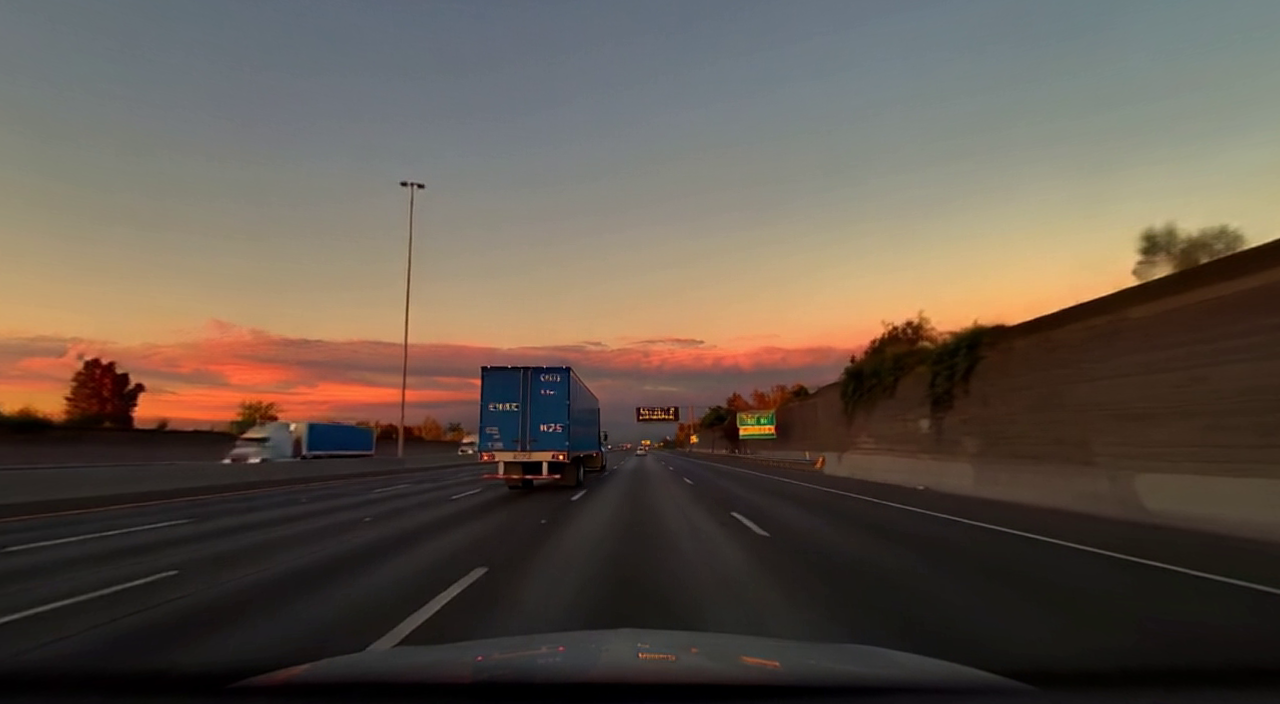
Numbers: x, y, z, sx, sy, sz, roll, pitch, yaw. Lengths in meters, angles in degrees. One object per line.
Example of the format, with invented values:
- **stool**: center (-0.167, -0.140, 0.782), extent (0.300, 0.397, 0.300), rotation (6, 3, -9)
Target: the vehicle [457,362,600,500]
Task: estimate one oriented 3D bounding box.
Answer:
- **vehicle**: center (-3.554, 3.099, 23.707), extent (3.059, 3.956, 11.036), rotation (0, -9, 1)
